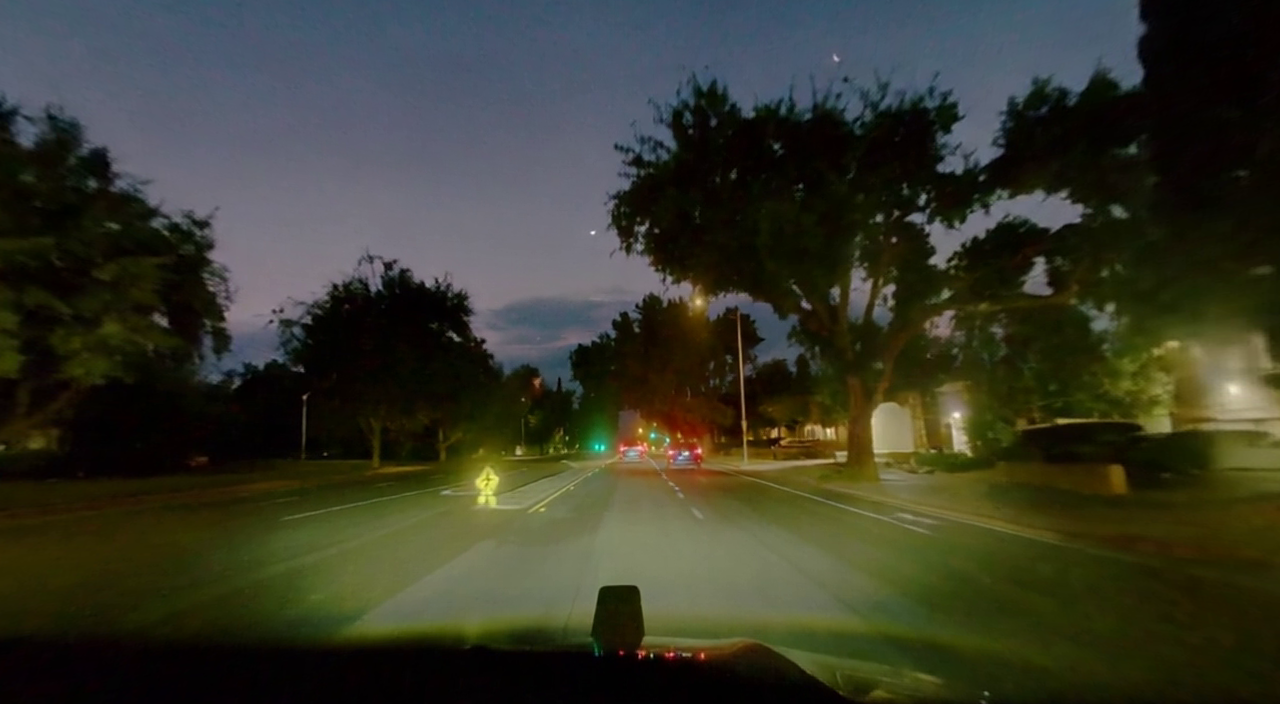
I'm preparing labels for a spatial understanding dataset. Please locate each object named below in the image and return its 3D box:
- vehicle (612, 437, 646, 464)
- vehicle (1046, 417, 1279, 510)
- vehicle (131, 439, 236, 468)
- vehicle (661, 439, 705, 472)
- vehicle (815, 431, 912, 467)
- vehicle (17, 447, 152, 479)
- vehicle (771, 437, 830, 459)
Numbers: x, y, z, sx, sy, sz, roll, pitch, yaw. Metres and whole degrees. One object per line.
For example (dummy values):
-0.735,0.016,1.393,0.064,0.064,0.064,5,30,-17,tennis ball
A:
-0.838,7.430,47.935,2.488,1.881,4.814,0,-8,-1,vehicle
10.726,2.173,12.688,1.903,1.569,3.751,6,-10,-32,vehicle
-33.697,7.518,46.902,5.899,1.996,2.367,5,-9,-29,vehicle
2.196,5.417,33.273,2.003,1.614,4.072,0,-8,-1,vehicle
11.132,4.871,31.676,2.047,1.682,4.074,8,-12,-40,vehicle
-28.094,5.626,32.199,4.796,1.478,1.947,5,-10,-32,vehicle
11.032,6.577,43.538,3.486,1.431,1.799,-7,-11,43,vehicle
